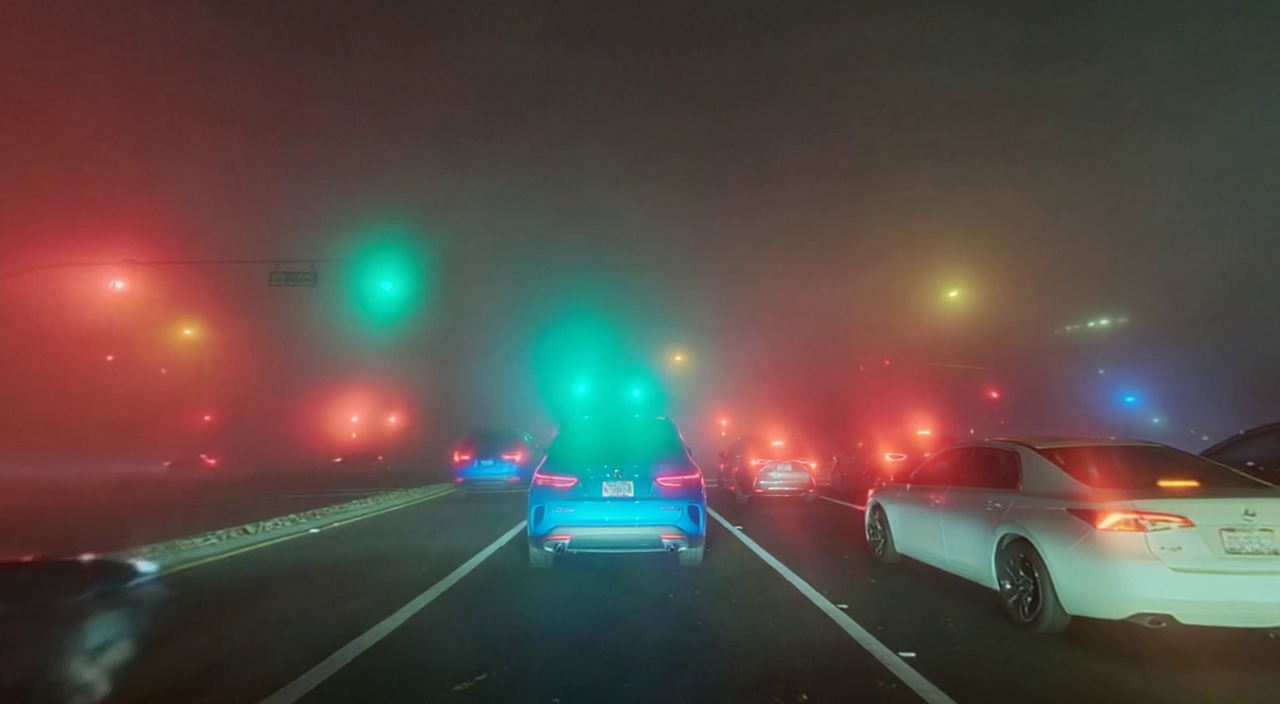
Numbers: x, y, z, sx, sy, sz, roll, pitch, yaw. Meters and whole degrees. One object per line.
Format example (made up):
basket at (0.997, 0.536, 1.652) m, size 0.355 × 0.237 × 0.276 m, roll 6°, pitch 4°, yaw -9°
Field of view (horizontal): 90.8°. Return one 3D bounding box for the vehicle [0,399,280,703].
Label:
vehicle at (-3.160, 0.836, 1.578) m, size 2.077 × 1.493 × 4.281 m, roll 0°, pitch -9°, yaw -2°

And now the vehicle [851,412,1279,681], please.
vehicle at (3.621, 1.393, 5.699) m, size 1.861 × 1.478 × 4.185 m, roll 0°, pitch -8°, yaw -2°

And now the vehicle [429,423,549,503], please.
vehicle at (-3.807, 2.904, 16.950) m, size 2.186 × 1.794 × 4.972 m, roll 0°, pitch -8°, yaw -3°

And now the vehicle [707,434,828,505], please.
vehicle at (2.976, 2.853, 15.766) m, size 1.950 × 1.506 × 4.086 m, roll 0°, pitch -8°, yaw -3°

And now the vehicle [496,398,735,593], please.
vehicle at (-0.271, 1.554, 7.613) m, size 2.101 × 1.707 × 3.904 m, roll 0°, pitch -8°, yaw -2°

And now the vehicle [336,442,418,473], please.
vehicle at (-16.601, 6.651, 39.894) m, size 4.446 × 1.821 × 2.276 m, roll -4°, pitch -9°, yaw 23°
